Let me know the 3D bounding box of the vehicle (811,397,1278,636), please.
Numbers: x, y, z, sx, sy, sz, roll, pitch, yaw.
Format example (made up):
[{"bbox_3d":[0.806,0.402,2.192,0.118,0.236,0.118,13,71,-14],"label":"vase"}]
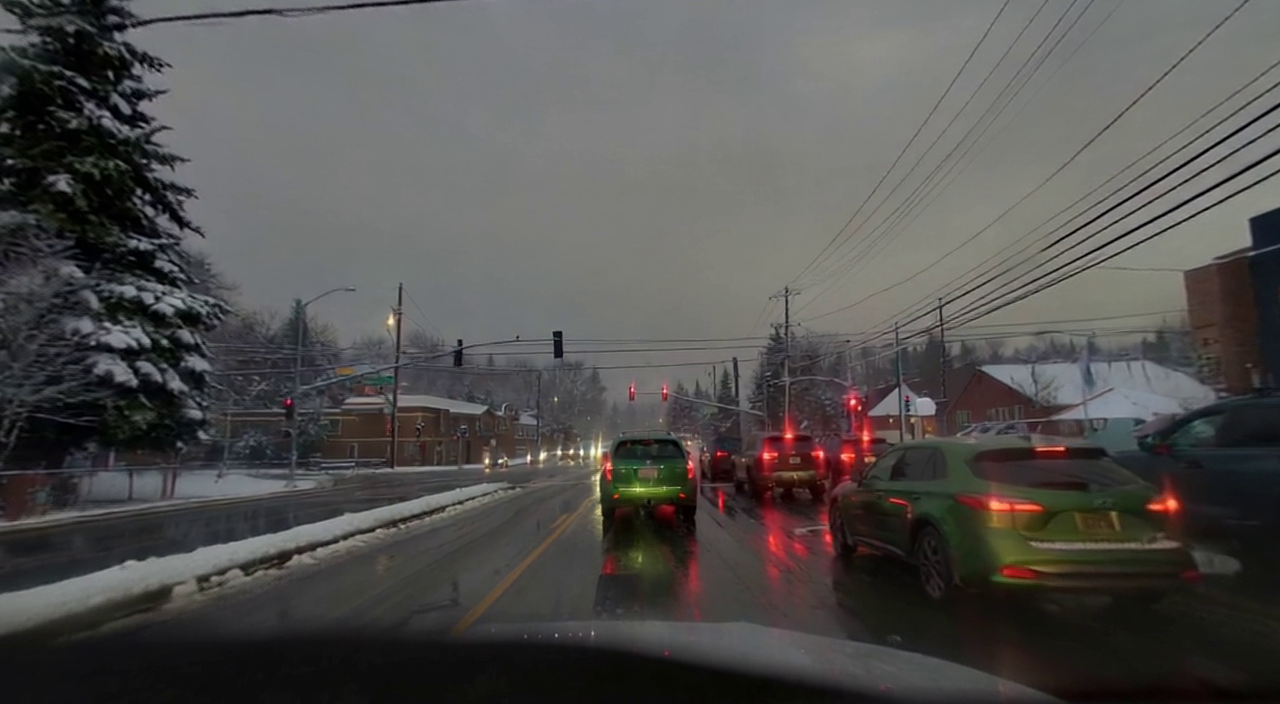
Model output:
[{"bbox_3d":[3.341,1.442,6.512,1.998,1.620,4.267,0,-9,1],"label":"vehicle"}]

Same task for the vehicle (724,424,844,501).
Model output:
[{"bbox_3d":[3.691,2.941,17.193,2.060,1.789,4.712,0,-9,-1],"label":"vehicle"}]

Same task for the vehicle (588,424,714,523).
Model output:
[{"bbox_3d":[0.175,2.380,12.864,2.149,1.668,3.962,0,-9,0],"label":"vehicle"}]
